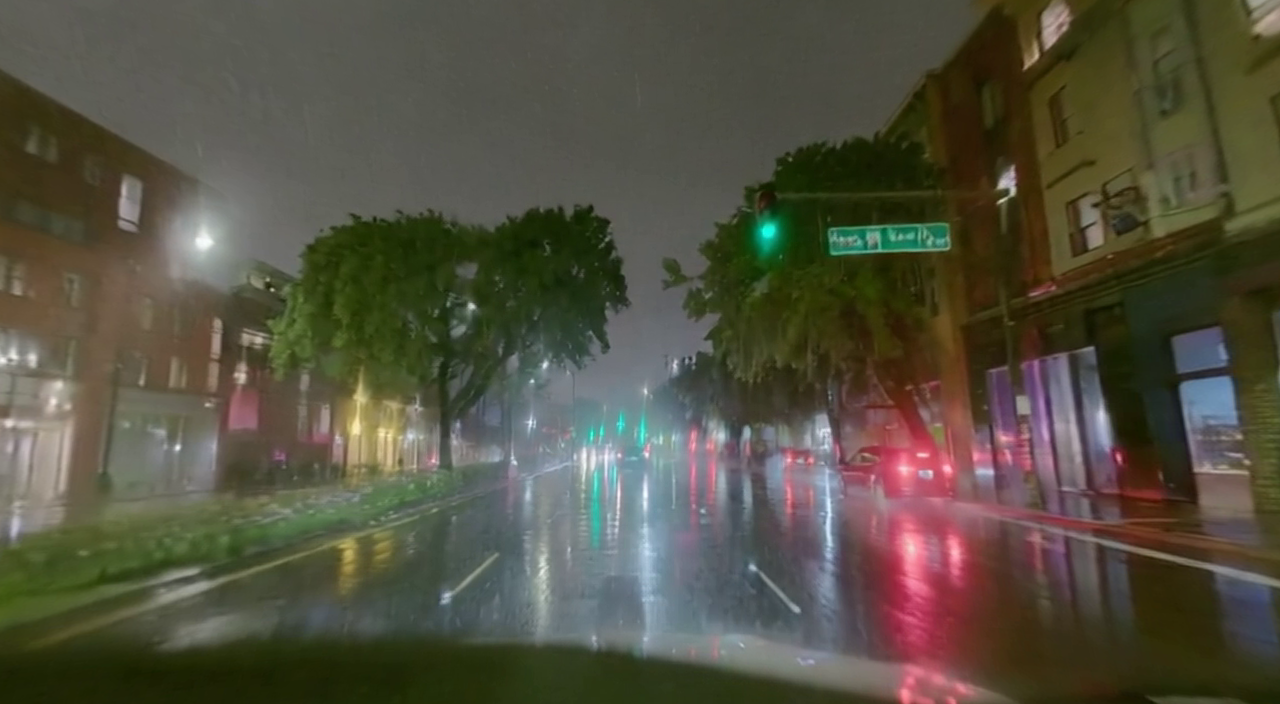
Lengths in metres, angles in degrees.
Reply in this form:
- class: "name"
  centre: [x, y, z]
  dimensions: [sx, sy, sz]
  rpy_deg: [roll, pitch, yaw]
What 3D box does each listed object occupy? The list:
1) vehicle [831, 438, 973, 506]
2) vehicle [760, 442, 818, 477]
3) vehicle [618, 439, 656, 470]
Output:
- class: "vehicle"
  centre: [6.928, 3.196, 17.283]
  dimensions: [2.069, 1.590, 4.066]
  rpy_deg: [0, -9, -1]
- class: "vehicle"
  centre: [7.112, 5.172, 30.595]
  dimensions: [1.785, 1.586, 3.896]
  rpy_deg: [0, -9, -1]
- class: "vehicle"
  centre: [-0.232, 6.205, 38.416]
  dimensions: [2.223, 1.775, 4.250]
  rpy_deg: [0, -9, -2]
